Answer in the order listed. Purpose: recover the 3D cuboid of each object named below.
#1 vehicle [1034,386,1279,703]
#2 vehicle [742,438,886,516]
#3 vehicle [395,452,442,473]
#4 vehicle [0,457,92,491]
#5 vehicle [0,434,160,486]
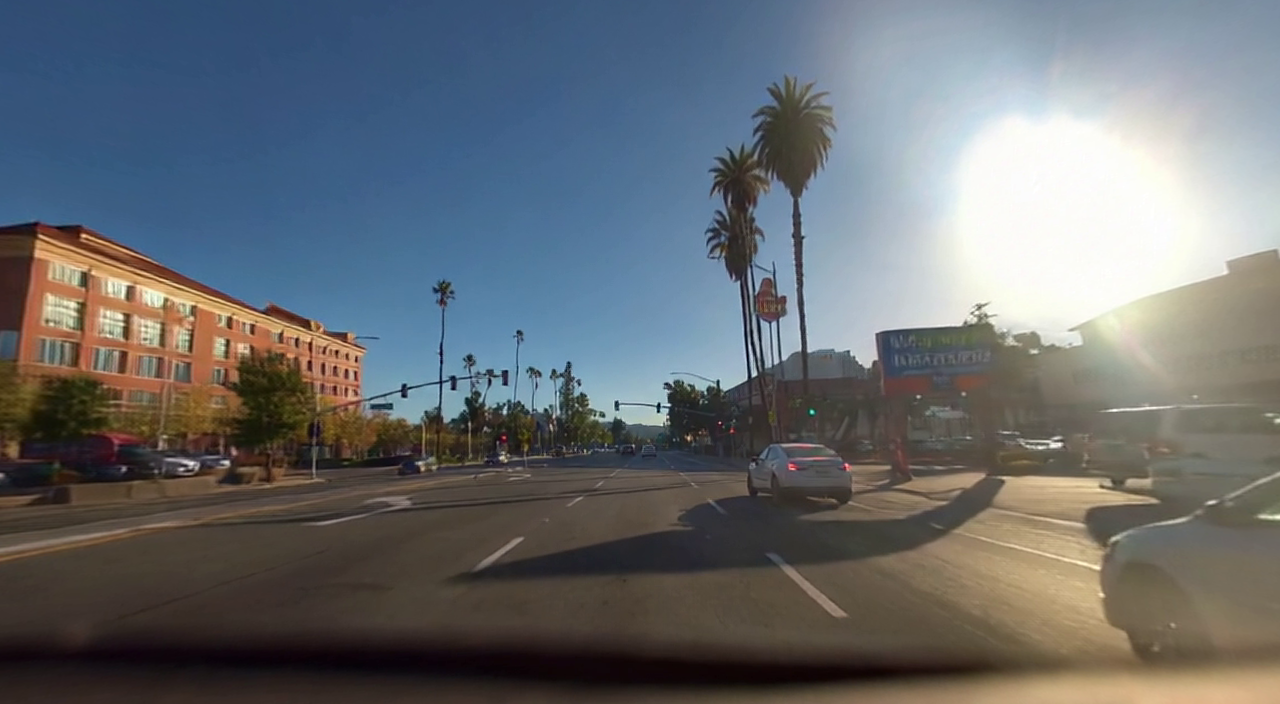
[{"bbox_3d":[3.619,0.834,2.095,1.931,1.534,4.126,0,-8,0],"label":"vehicle"},{"bbox_3d":[3.705,2.736,14.436,1.870,1.467,4.800,0,-8,-1],"label":"vehicle"},{"bbox_3d":[-17.030,8.482,48.600,1.961,1.500,4.291,0,-8,1],"label":"vehicle"},{"bbox_3d":[-29.650,5.908,30.822,1.966,1.430,4.309,0,-9,-4],"label":"vehicle"},{"bbox_3d":[-30.968,5.940,34.813,7.019,2.687,2.419,-1,-8,4],"label":"vehicle"}]
